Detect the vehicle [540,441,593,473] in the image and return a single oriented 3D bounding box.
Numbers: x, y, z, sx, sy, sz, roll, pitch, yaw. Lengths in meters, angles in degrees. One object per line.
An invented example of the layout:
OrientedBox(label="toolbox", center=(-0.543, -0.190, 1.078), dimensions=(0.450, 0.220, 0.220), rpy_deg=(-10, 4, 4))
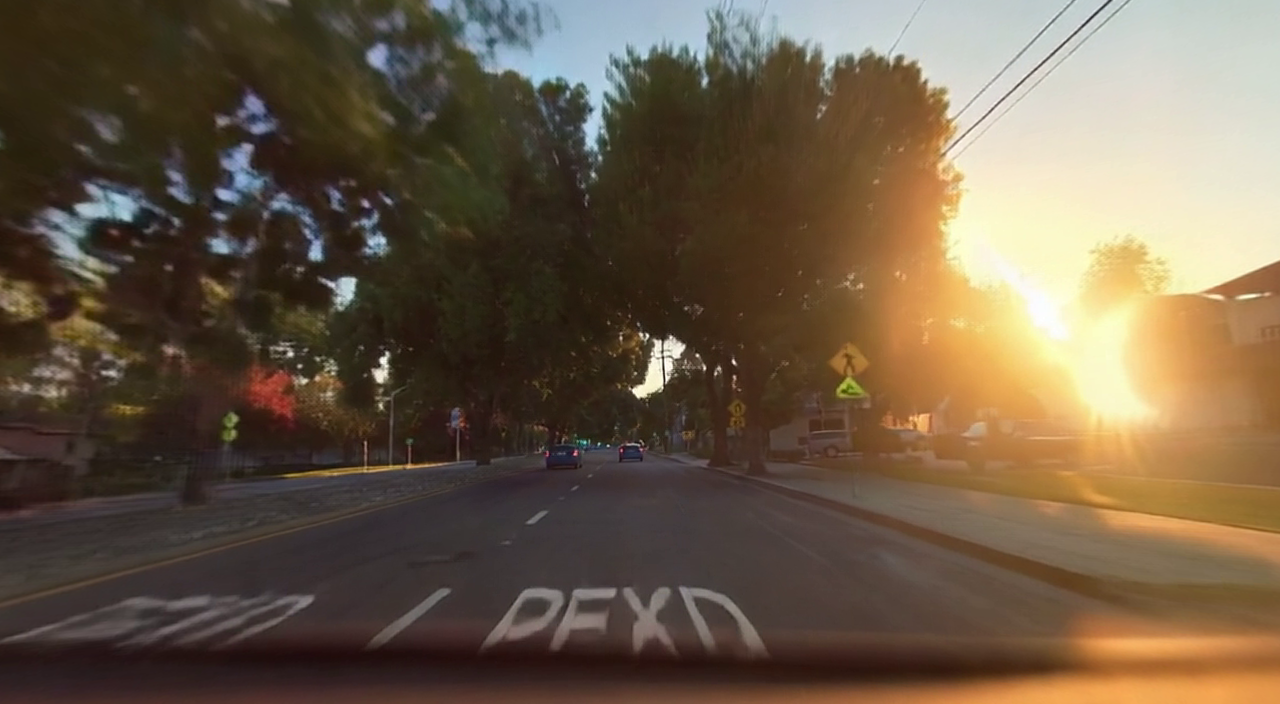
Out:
OrientedBox(label="vehicle", center=(-3.546, 5.140, 31.047), dimensions=(2.083, 1.460, 4.527), rpy_deg=(0, -8, 0))

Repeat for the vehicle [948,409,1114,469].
OrientedBox(label="vehicle", center=(12.545, 2.723, 20.267), dimensions=(4.442, 1.752, 2.008), rpy_deg=(1, -6, -16))

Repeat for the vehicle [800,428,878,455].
OrientedBox(label="vehicle", center=(15.282, 6.925, 48.586), dimensions=(5.230, 2.007, 2.410), rpy_deg=(0, -9, 1))

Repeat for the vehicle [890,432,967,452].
OrientedBox(label="vehicle", center=(22.313, 6.966, 48.808), dimensions=(5.025, 1.532, 1.958), rpy_deg=(0, -9, -1))

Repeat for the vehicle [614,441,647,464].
OrientedBox(label="vehicle", center=(-0.635, 6.873, 43.041), dimensions=(2.187, 1.478, 4.138), rpy_deg=(0, -8, -1))
